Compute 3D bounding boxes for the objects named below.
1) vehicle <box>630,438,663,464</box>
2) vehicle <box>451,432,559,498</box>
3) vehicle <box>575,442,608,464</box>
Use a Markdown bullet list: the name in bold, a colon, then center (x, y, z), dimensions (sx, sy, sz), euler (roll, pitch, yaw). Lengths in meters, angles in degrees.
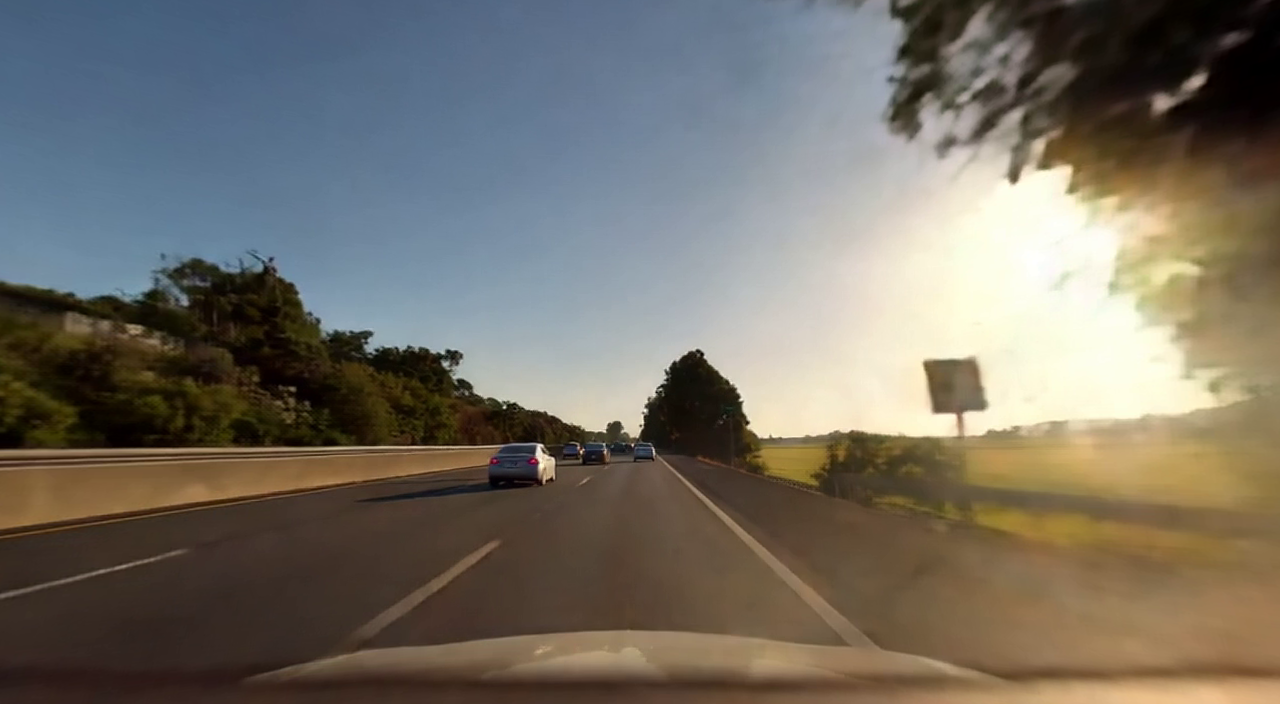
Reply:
- **vehicle**: center (0.418, 6.999, 44.695), dimensions (2.259, 1.697, 4.106), euler (0, -8, -1)
- **vehicle**: center (-3.654, 3.153, 18.006), dimensions (2.028, 1.634, 4.441), euler (0, -8, 1)
- **vehicle**: center (-3.505, 7.347, 46.151), dimensions (2.066, 1.497, 4.253), euler (0, -8, 0)
